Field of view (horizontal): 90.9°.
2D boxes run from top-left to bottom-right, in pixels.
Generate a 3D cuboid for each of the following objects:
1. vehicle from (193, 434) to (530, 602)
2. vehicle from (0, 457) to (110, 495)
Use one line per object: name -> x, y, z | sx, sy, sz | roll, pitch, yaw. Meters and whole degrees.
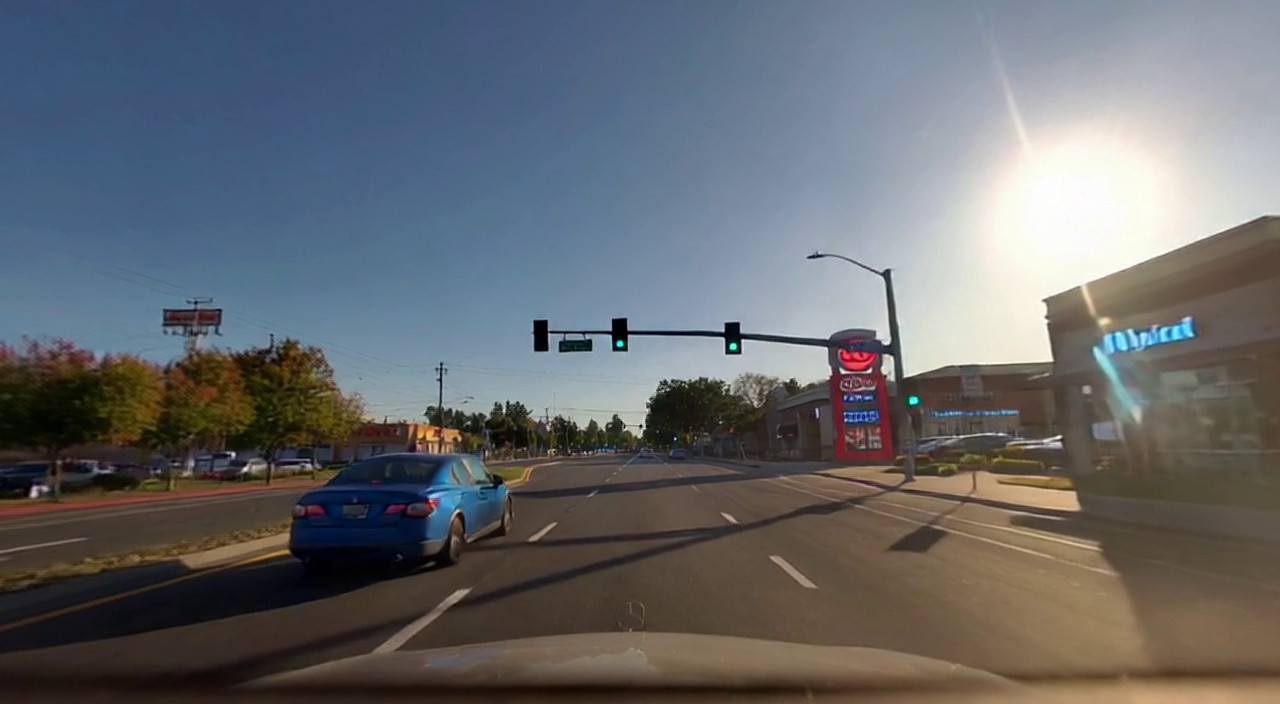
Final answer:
vehicle -> -2.871, 1.810, 7.941 | 2.082, 1.460, 4.636 | 0, -8, 1
vehicle -> -31.171, 6.417, 32.823 | 5.009, 1.772, 2.506 | 5, -10, -30
